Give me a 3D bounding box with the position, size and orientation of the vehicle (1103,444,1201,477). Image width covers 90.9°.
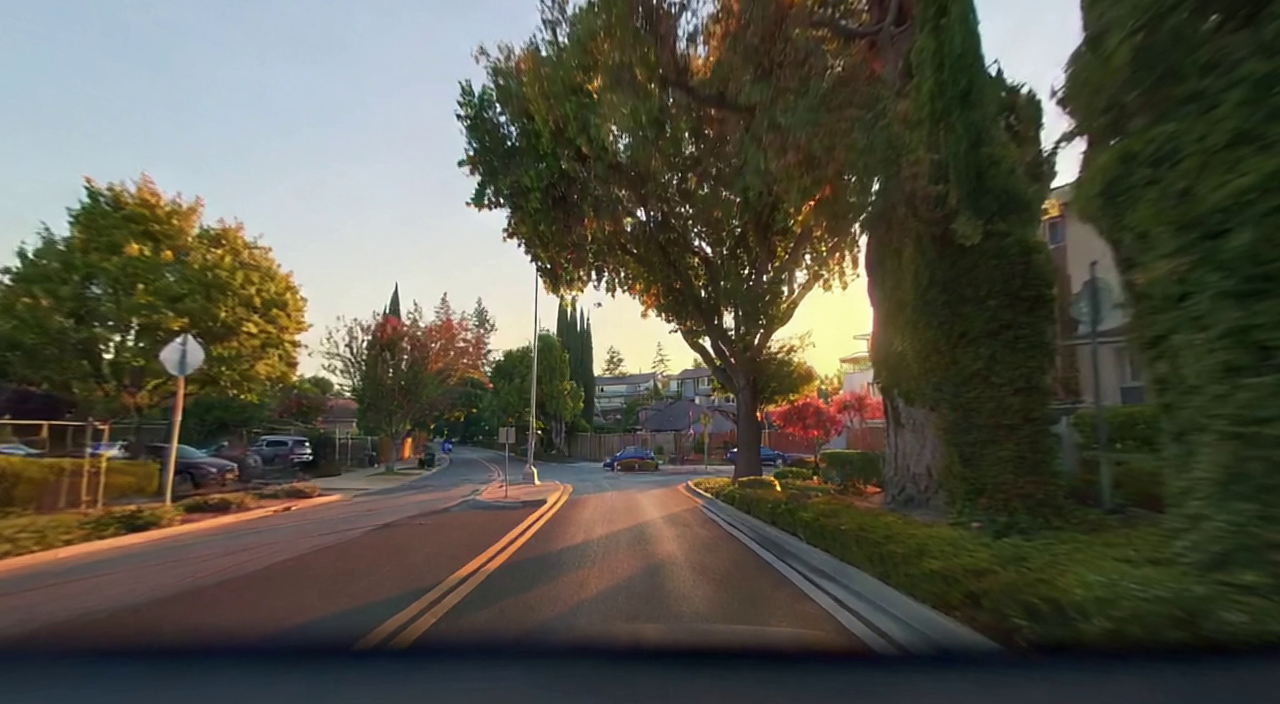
[{"bbox_3d":[24.876,5.276,30.833,1.888,1.485,4.798,-3,-9,16],"label":"vehicle"}]

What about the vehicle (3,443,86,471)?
[{"bbox_3d":[-33.152,5.870,35.223,1.705,1.465,3.560,2,-9,-13],"label":"vehicle"}]

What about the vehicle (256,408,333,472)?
[{"bbox_3d":[-21.102,5.362,38.827,2.438,3.594,5.582,3,-7,-12],"label":"vehicle"}]

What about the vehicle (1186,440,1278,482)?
[{"bbox_3d":[27.626,5.051,29.574,1.869,1.662,4.437,2,-7,26],"label":"vehicle"}]

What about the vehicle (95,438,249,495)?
[{"bbox_3d":[-14.566,3.596,19.980,1.871,1.568,4.420,0,-10,-7],"label":"vehicle"}]

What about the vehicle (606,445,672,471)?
[{"bbox_3d":[-0.092,6.640,39.449,3.772,1.531,1.949,2,-9,-11],"label":"vehicle"}]

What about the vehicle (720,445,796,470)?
[{"bbox_3d":[7.519,6.732,40.335,4.378,1.543,2.080,0,-9,-2],"label":"vehicle"}]
